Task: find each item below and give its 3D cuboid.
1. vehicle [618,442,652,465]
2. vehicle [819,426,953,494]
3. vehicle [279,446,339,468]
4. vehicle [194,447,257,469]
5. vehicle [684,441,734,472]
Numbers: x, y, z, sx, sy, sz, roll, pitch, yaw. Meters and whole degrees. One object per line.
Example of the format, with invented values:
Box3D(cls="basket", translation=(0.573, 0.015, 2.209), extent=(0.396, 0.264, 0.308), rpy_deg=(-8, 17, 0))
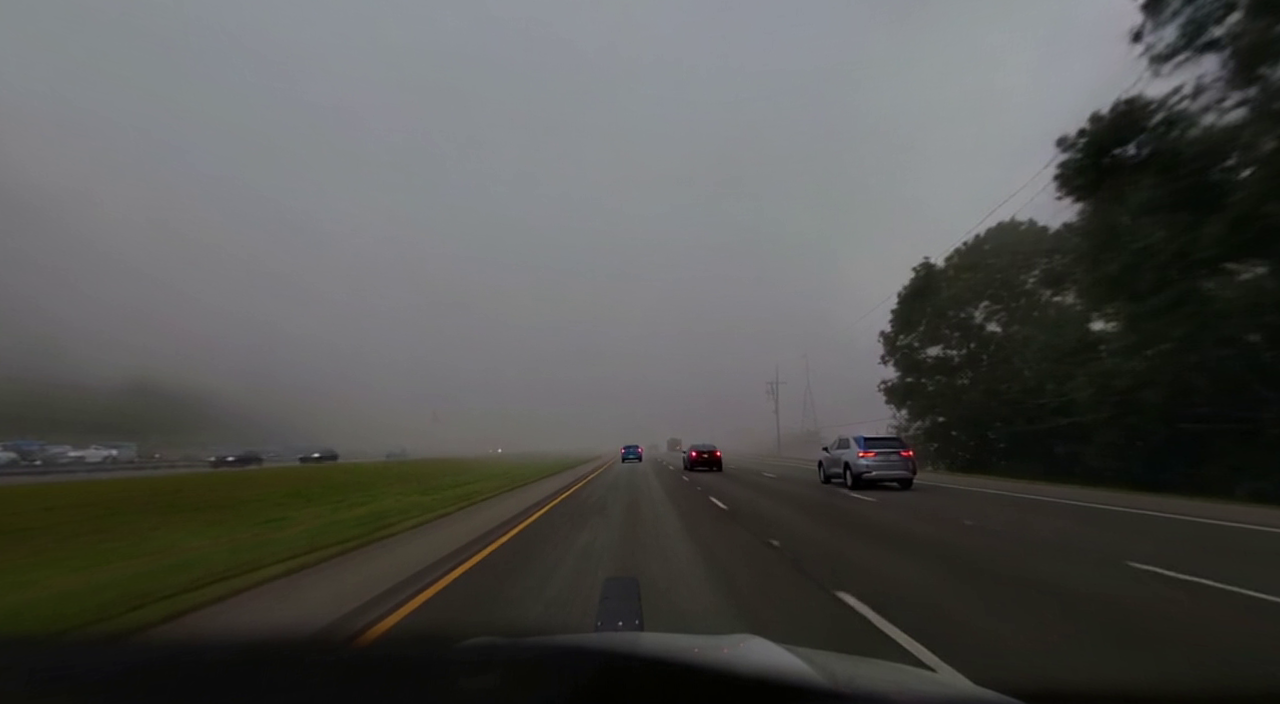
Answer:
Box3D(cls="vehicle", translation=(-0.297, 6.576, 41.069), extent=(2.085, 1.449, 3.860), rpy_deg=(0, -8, 0))
Box3D(cls="vehicle", translation=(7.283, 3.245, 19.363), extent=(2.114, 1.800, 4.779), rpy_deg=(0, -8, -1))
Box3D(cls="vehicle", translation=(-24.898, 7.900, 47.701), extent=(1.966, 1.487, 4.820), rpy_deg=(0, -8, 0))
Box3D(cls="vehicle", translation=(-32.394, 8.302, 49.520), extent=(1.853, 1.601, 4.465), rpy_deg=(0, -8, 0))
Box3D(cls="vehicle", translation=(3.498, 5.371, 32.766), extent=(1.978, 1.488, 4.252), rpy_deg=(0, -8, -1))
